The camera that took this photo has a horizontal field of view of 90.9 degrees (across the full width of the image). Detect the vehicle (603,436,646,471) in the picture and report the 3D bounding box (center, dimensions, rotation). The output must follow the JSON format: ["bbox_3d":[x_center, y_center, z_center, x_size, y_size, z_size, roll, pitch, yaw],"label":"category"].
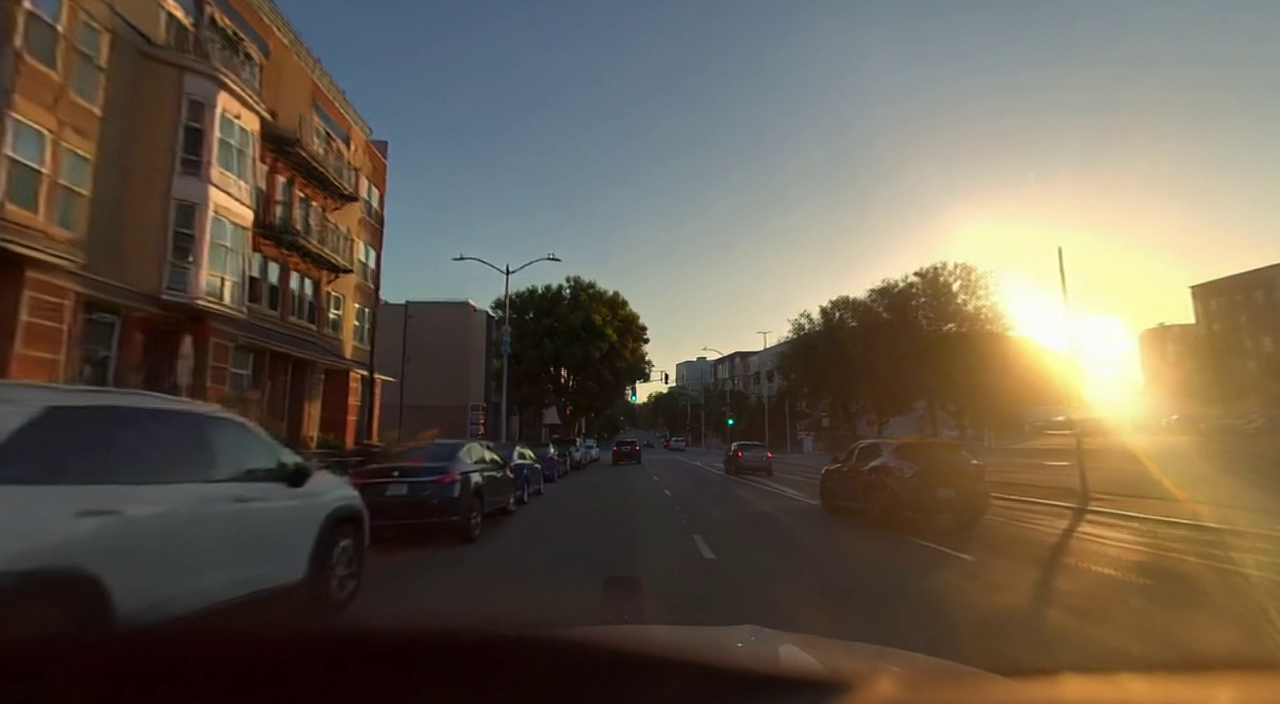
[{"bbox_3d":[-0.763,5.339,33.272,2.122,1.689,3.885,0,-8,0],"label":"vehicle"}]

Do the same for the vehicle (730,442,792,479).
[{"bbox_3d":[5.090,4.586,26.934,1.799,1.463,3.464,0,-9,-2],"label":"vehicle"}]

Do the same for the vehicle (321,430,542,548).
[{"bbox_3d":[-3.053,2.127,10.597,2.121,1.490,4.910,0,-8,-1],"label":"vehicle"}]

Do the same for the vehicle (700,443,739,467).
[{"bbox_3d":[5.126,6.681,41.188,1.917,1.467,4.452,0,-8,-1],"label":"vehicle"}]

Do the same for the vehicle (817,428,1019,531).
[{"bbox_3d":[4.972,2.326,12.051,1.891,1.599,4.173,0,-9,-1],"label":"vehicle"}]

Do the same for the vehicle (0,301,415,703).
[{"bbox_3d":[-3.404,0.957,3.767,2.187,1.819,5.101,0,-8,0],"label":"vehicle"}]

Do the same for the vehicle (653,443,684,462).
[{"bbox_3d":[2.162,7.810,49.158,2.182,1.450,4.013,0,-8,-1],"label":"vehicle"}]
